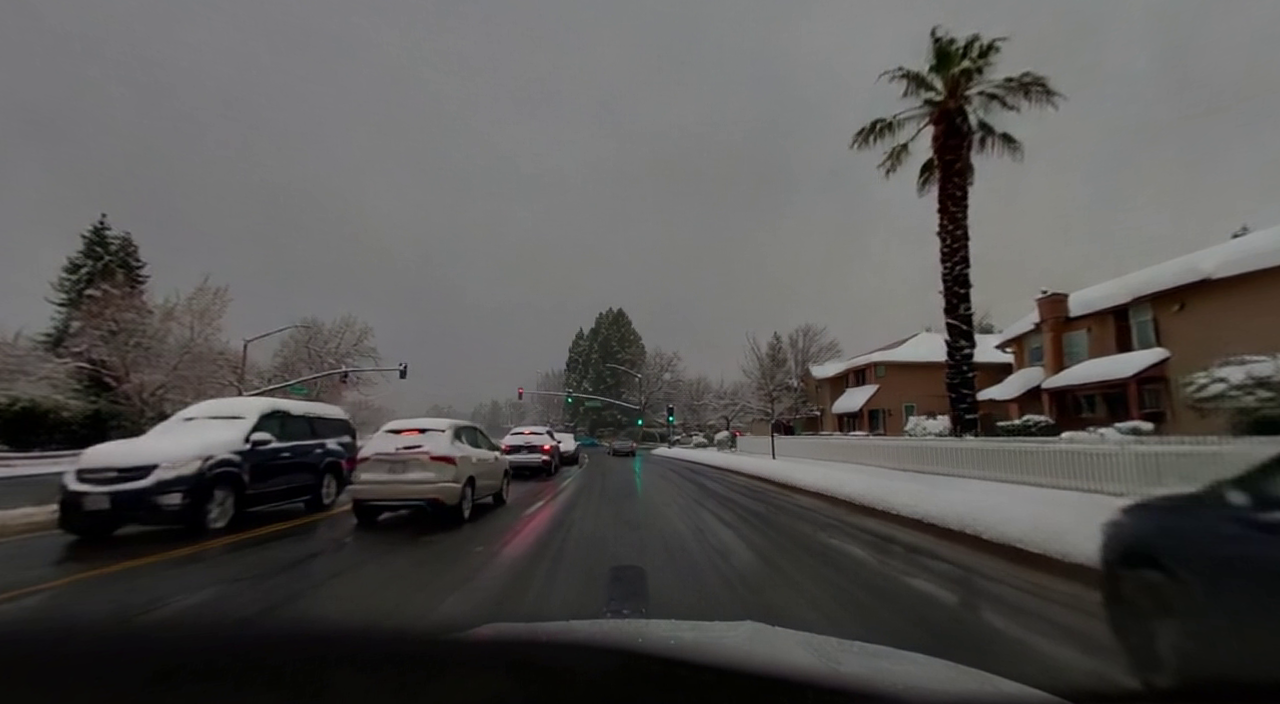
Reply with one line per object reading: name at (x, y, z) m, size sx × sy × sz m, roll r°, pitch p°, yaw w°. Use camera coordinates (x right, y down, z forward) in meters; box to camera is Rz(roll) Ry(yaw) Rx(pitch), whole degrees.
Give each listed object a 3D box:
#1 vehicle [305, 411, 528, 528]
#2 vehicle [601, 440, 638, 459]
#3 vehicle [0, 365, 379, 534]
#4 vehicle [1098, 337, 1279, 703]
vehicle at (-3.577, 1.979, 11.238) m, size 2.181 × 1.636 × 4.504 m, roll 0°, pitch -8°, yaw 2°
vehicle at (-1.451, 6.635, 42.924) m, size 2.131 × 1.222 × 3.868 m, roll 1°, pitch -8°, yaw -7°
vehicle at (-6.995, 1.640, 10.990) m, size 2.507 × 2.141 × 5.764 m, roll 0°, pitch -8°, yaw -1°
vehicle at (3.683, 0.649, 1.551) m, size 1.801 × 1.746 × 4.325 m, roll 0°, pitch -8°, yaw 0°
